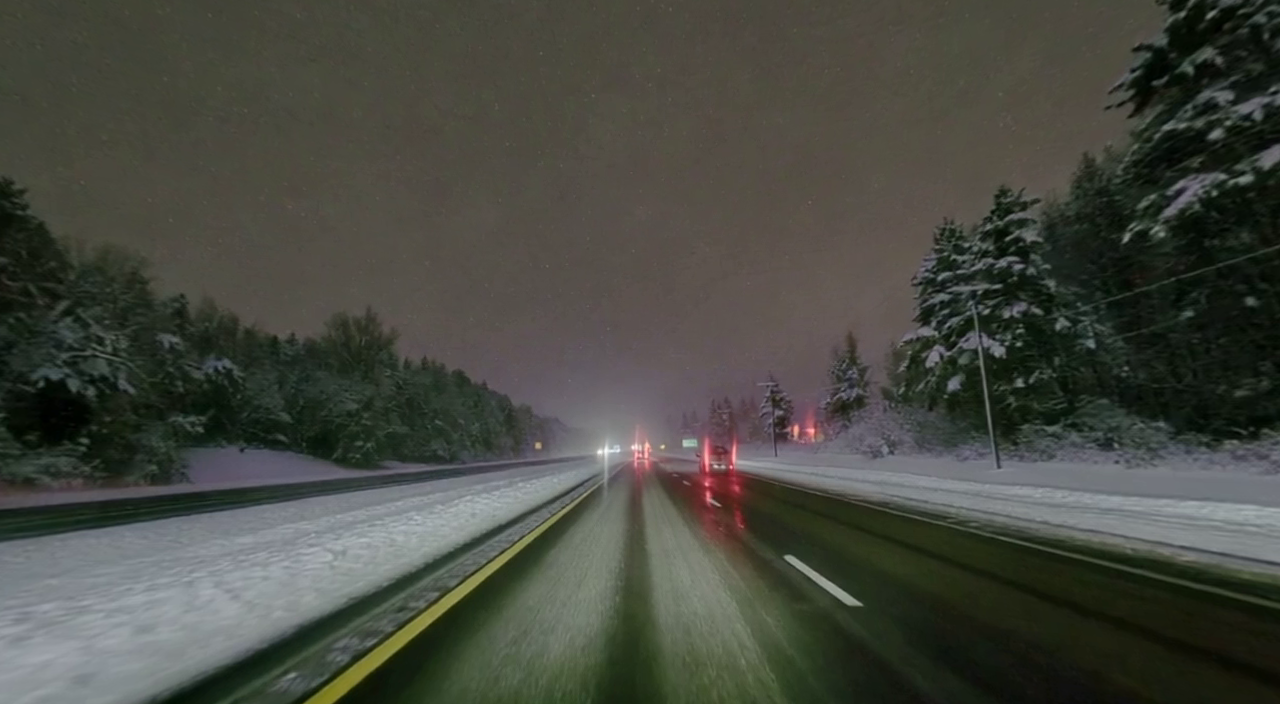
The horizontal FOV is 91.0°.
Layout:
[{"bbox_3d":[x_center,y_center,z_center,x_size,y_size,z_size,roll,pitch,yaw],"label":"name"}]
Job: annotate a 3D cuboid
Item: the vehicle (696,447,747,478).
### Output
[{"bbox_3d":[4.257,5.868,33.642,2.115,1.522,4.330,0,-9,0],"label":"vehicle"}]
